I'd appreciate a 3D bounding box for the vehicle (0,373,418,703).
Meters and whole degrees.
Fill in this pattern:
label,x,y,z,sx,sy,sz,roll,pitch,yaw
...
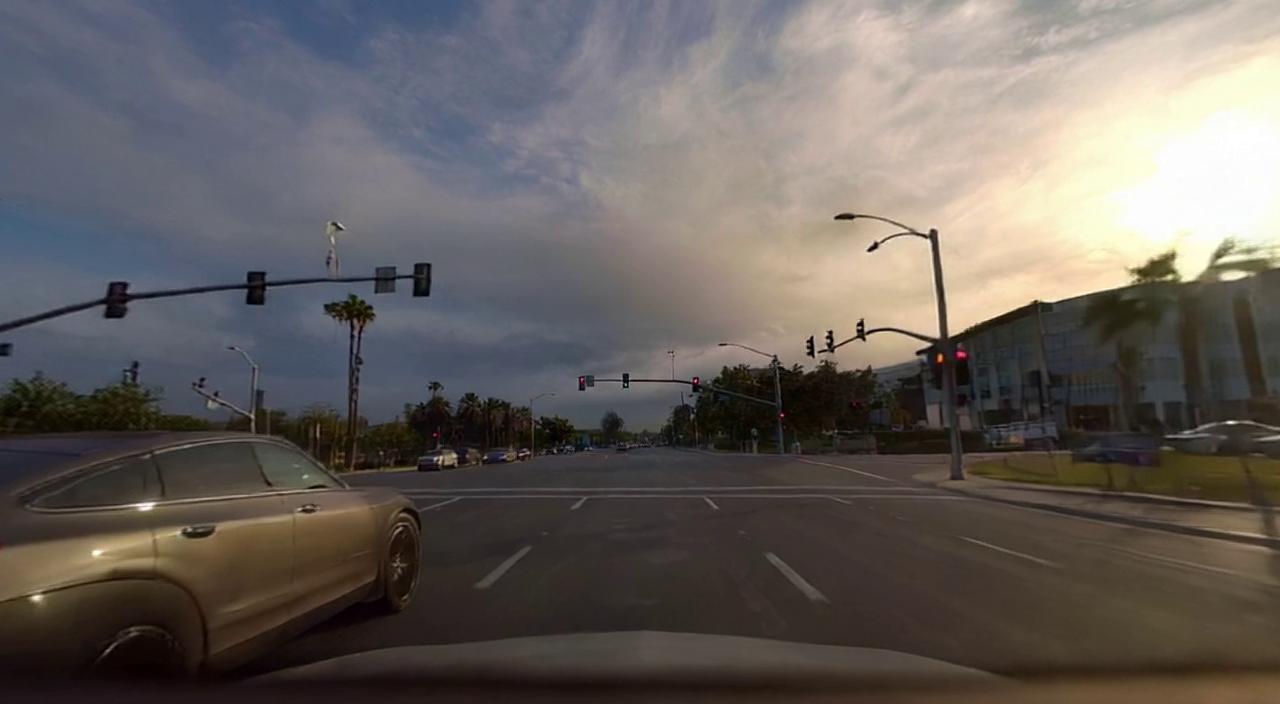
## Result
label,x,y,z,sx,sy,sz,roll,pitch,yaw
vehicle,-3.154,1.035,3.308,2.162,1.549,4.795,0,-8,1

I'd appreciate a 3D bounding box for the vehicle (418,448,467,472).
label,x,y,z,sx,sy,sz,roll,pitch,yaw
vehicle,-14.420,7.867,46.282,2.084,1.655,4.567,0,-8,1
